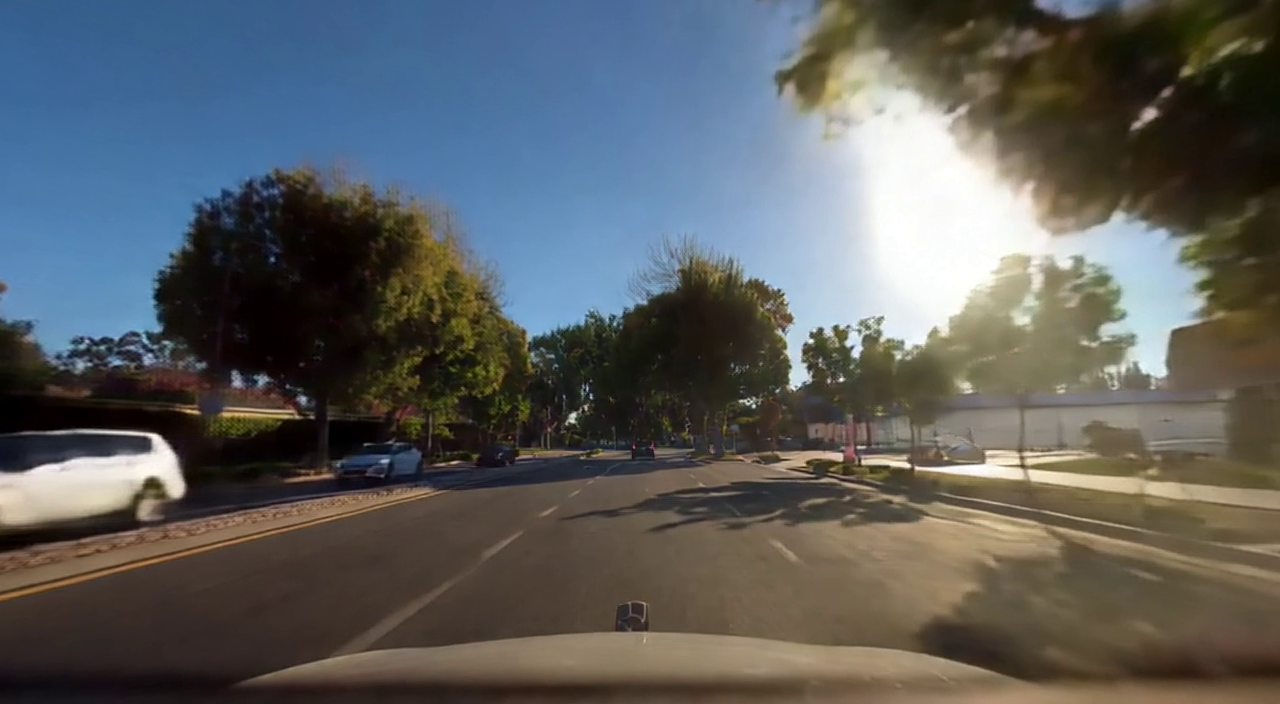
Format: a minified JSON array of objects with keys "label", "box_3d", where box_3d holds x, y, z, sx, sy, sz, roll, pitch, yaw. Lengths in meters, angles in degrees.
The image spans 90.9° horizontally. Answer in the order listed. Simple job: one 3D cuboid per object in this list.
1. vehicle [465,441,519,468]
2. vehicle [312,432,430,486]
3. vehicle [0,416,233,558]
[{"label":"vehicle","box_3d":[-8.703,6.069,37.463,1.946,1.470,4.443,0,-8,2]},{"label":"vehicle","box_3d":[-9.817,3.930,23.547,2.230,1.777,4.797,0,-8,1]},{"label":"vehicle","box_3d":[-9.018,1.961,9.794,2.250,1.747,4.492,0,-8,2]}]
